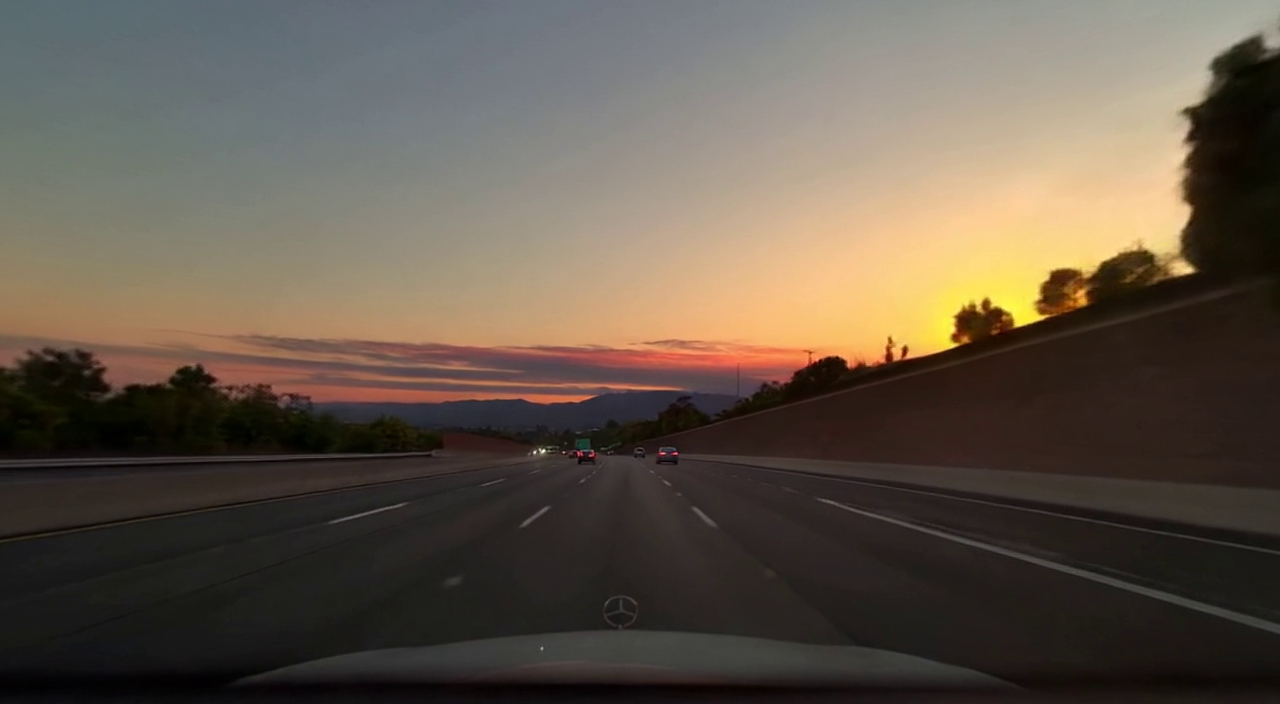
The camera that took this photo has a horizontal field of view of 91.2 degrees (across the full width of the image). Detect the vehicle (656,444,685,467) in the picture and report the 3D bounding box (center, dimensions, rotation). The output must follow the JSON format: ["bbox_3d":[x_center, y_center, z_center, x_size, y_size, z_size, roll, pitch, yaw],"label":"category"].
[{"bbox_3d":[2.211,7.704,46.726,1.895,1.555,4.030,-1,-9,0],"label":"vehicle"}]
